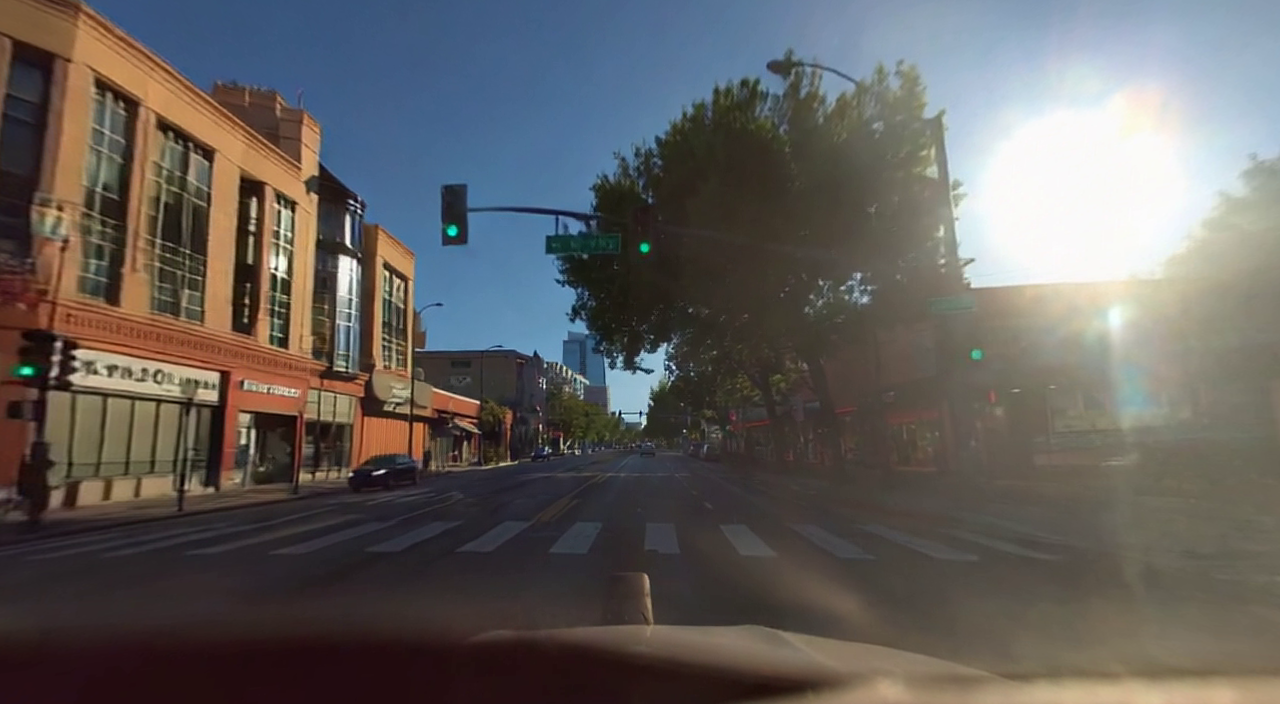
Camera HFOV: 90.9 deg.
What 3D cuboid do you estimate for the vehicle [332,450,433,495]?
[{"bbox_3d":[-9.212,4.322,22.982,1.913,1.457,4.048,-1,-8,1],"label":"vehicle"}]
